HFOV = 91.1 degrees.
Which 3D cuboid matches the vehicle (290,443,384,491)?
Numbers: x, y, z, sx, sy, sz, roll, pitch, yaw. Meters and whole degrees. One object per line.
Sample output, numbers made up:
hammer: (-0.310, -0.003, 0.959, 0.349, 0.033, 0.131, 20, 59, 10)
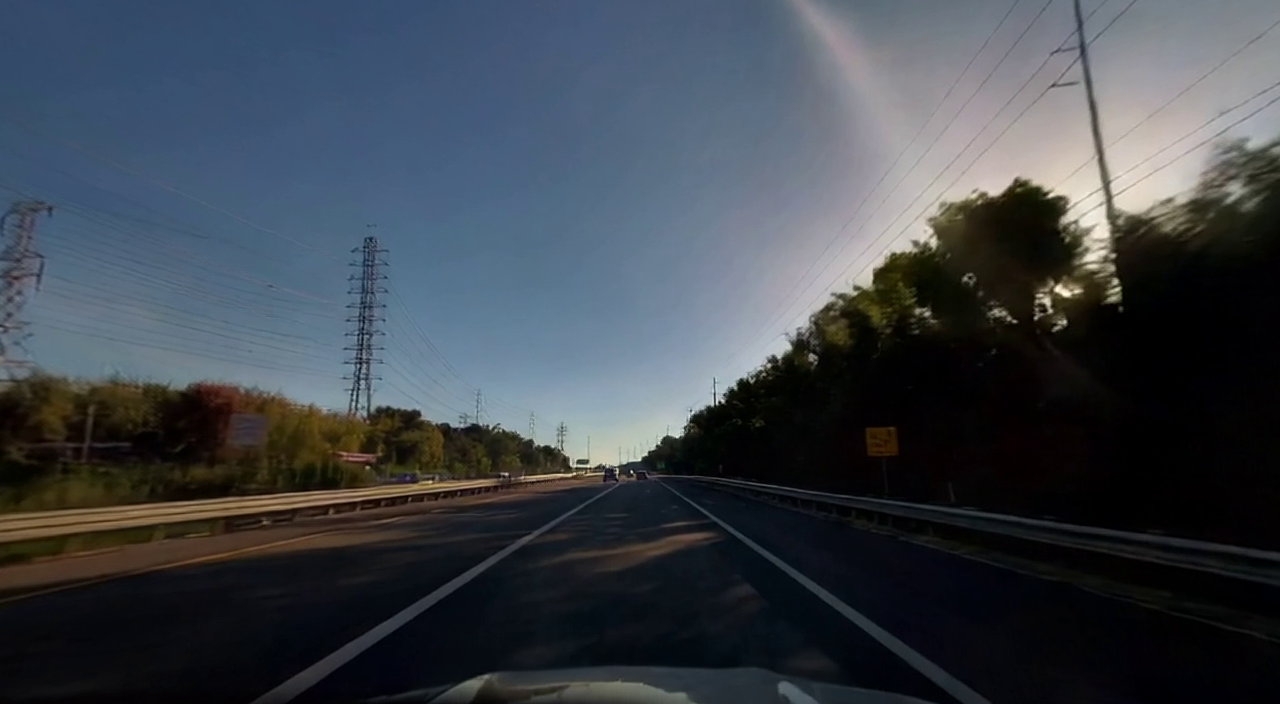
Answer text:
vehicle: (-20.336, 7.815, 42.686, 2.644, 2.909, 6.992, 0, -11, 1)
